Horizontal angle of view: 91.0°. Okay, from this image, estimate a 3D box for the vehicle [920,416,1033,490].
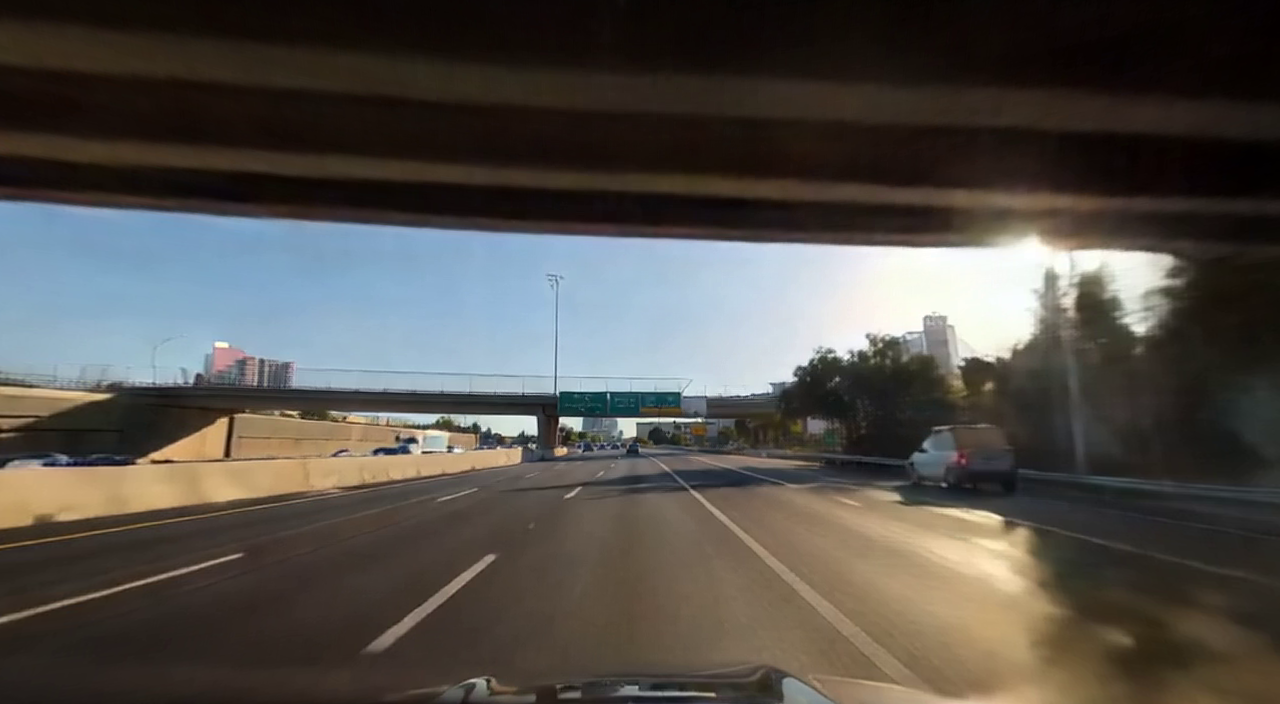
[{"bbox_3d":[13.615,4.114,25.800,2.789,2.778,3.541,0,-9,6],"label":"vehicle"}]
